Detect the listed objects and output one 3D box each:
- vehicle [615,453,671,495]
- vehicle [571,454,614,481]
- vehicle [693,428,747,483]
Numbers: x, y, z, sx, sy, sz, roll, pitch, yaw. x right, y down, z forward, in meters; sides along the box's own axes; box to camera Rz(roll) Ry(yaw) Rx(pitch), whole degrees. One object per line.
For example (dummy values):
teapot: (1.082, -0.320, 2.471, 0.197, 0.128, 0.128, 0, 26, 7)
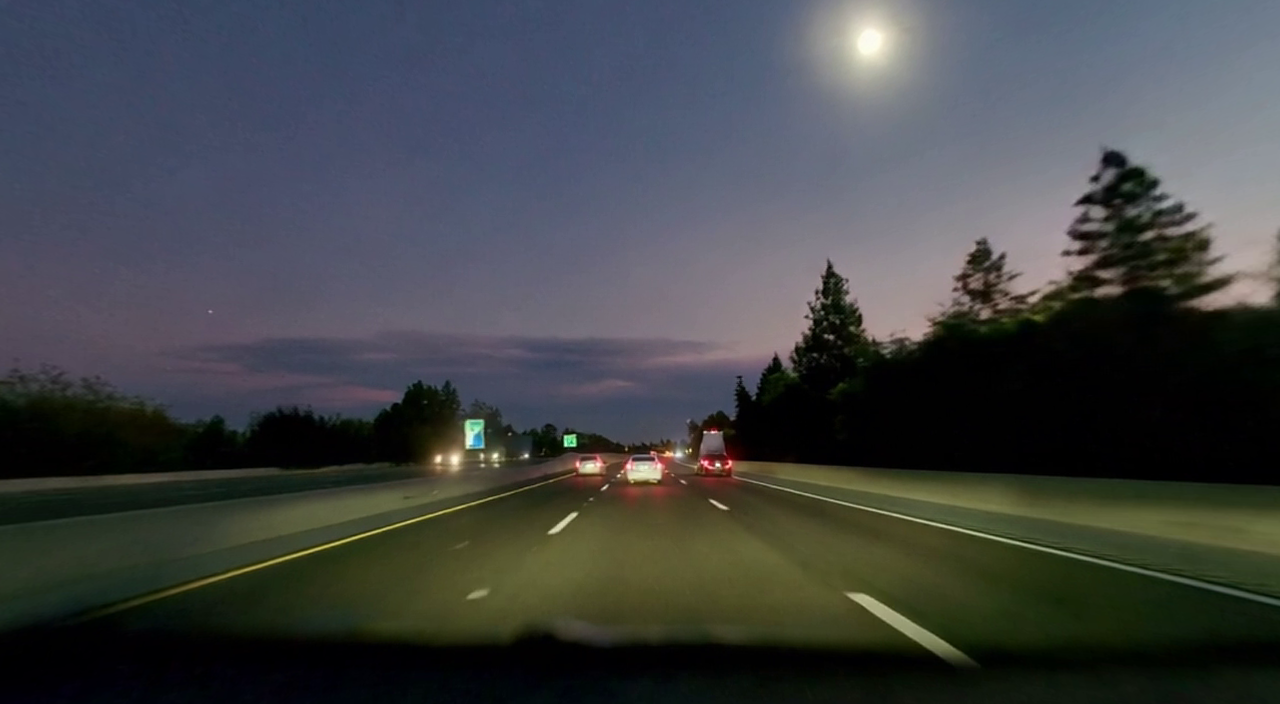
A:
vehicle: (0.090, 4.858, 25.446, 2.089, 1.516, 4.191, 0, -9, -1)
vehicle: (-2.718, 6.691, 36.743, 2.105, 1.467, 4.099, 0, -9, 1)
vehicle: (5.018, 6.359, 38.678, 2.650, 2.978, 6.937, -3, -10, 11)
